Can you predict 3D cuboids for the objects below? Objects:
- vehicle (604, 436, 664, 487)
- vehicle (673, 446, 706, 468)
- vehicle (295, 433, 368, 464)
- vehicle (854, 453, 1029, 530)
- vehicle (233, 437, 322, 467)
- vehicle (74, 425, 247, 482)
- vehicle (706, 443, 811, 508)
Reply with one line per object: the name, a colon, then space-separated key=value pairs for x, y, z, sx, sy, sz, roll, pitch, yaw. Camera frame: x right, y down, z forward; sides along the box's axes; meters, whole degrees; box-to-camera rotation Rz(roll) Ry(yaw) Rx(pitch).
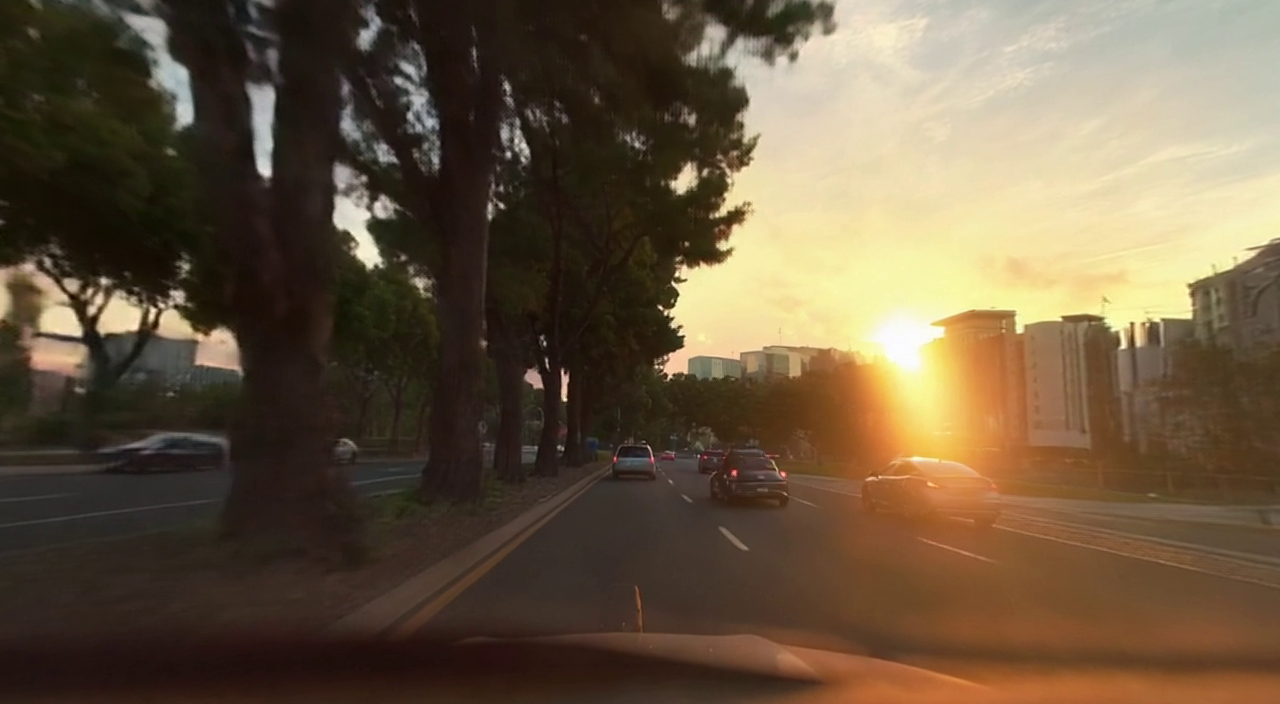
vehicle: x=-0.206 y=3.988 z=23.164 sx=2.008 sy=1.674 sz=4.239 roll=0 pitch=-8 yaw=0
vehicle: x=3.484 y=7.508 z=44.940 sx=2.012 sy=1.462 sz=4.163 roll=0 pitch=-8 yaw=-1
vehicle: x=-19.127 y=6.005 z=39.200 sx=2.043 sy=1.707 sz=4.798 roll=3 pitch=-9 yaw=0
vehicle: x=6.745 y=3.125 z=14.658 sx=1.944 sy=1.458 sz=4.268 roll=0 pitch=-8 yaw=0
vehicle: x=-19.006 y=5.262 z=33.198 sx=1.905 sy=1.428 sz=4.637 roll=0 pitch=-8 yaw=0
vehicle: x=-15.930 y=3.397 z=21.256 sx=2.100 sy=1.708 sz=4.567 roll=0 pitch=-8 yaw=2
vehicle: x=3.020 y=3.236 z=16.965 sx=1.932 sy=1.510 sz=4.168 roll=0 pitch=-8 yaw=-1
